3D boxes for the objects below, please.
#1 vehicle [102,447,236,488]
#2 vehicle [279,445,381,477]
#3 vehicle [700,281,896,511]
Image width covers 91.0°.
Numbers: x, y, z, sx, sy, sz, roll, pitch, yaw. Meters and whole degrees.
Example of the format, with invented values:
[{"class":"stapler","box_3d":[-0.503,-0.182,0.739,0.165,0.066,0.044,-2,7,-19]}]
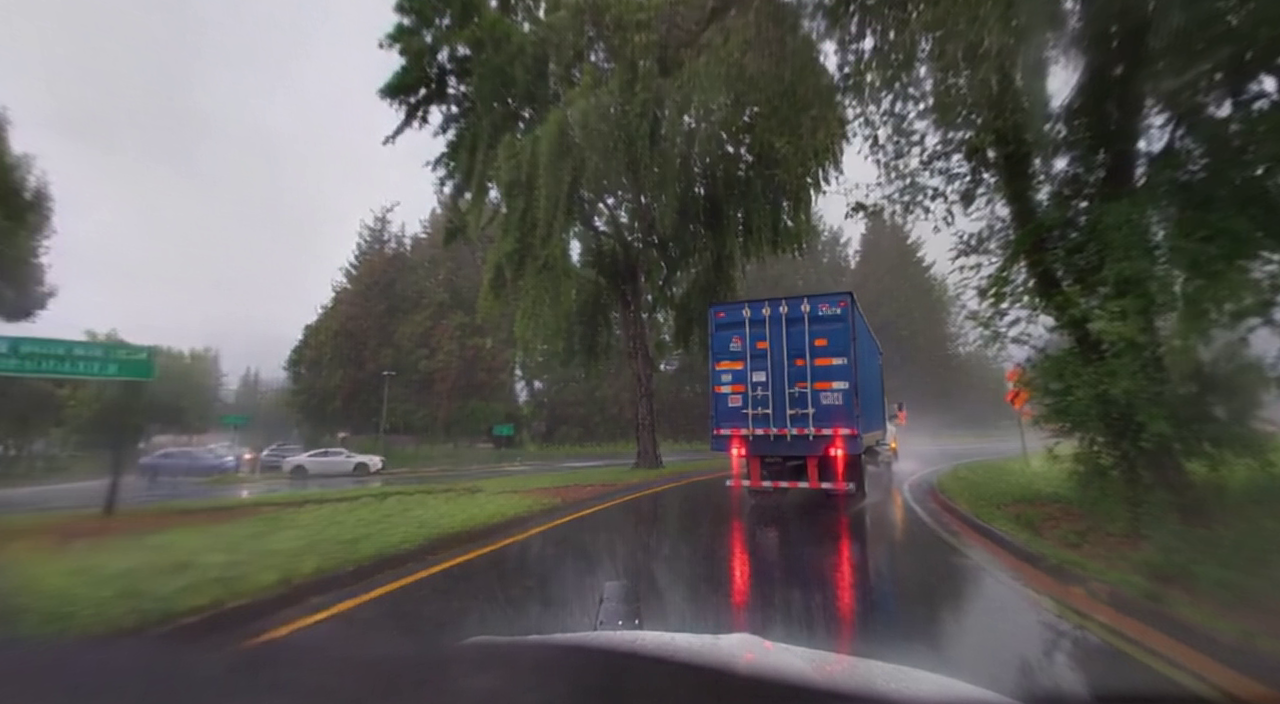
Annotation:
[{"class":"vehicle","box_3d":[-20.769,5.057,27.909,4.578,1.573,1.806,5,-10,-38]},{"class":"vehicle","box_3d":[-15.542,5.446,31.622,4.350,1.410,1.726,4,-9,-32]},{"class":"vehicle","box_3d":[4.259,1.309,14.798,2.937,3.647,9.344,-4,-8,22]}]
